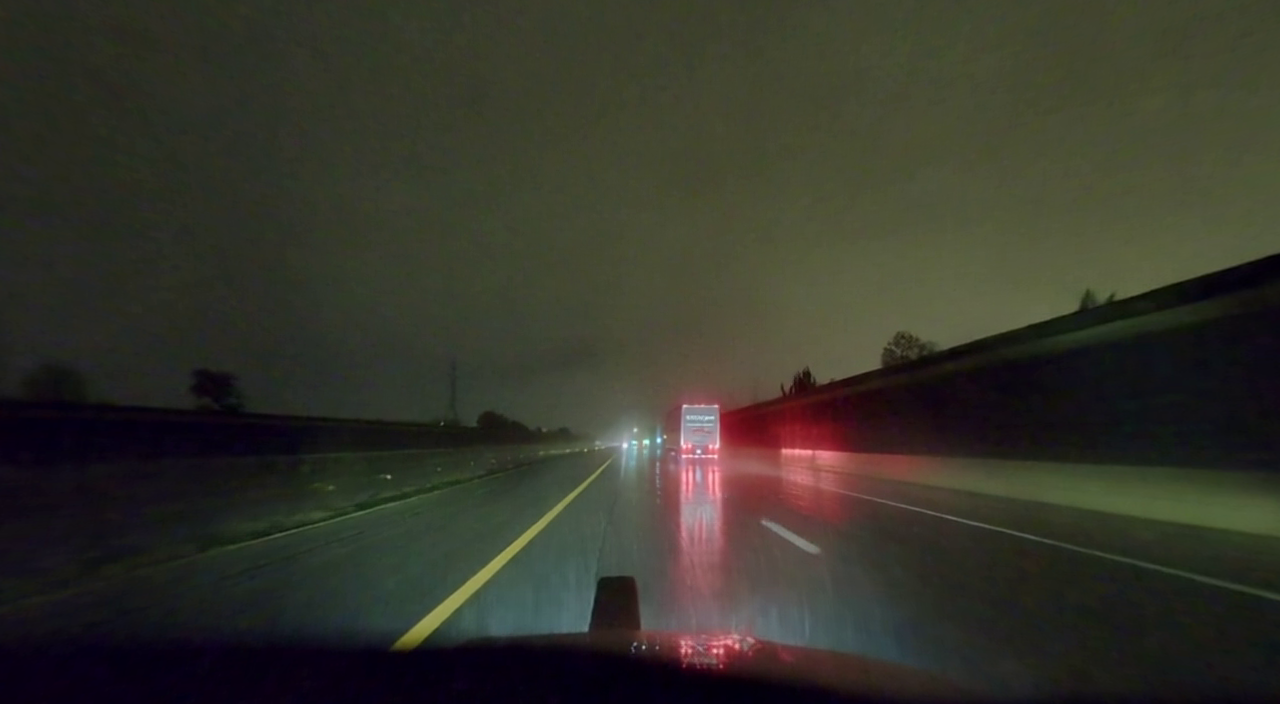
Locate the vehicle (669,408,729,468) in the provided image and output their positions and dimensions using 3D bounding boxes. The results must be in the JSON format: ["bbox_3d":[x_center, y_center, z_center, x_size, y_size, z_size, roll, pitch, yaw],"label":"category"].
[{"bbox_3d":[3.350,5.160,37.628,2.702,3.193,7.196,0,-8,-1],"label":"vehicle"}]
